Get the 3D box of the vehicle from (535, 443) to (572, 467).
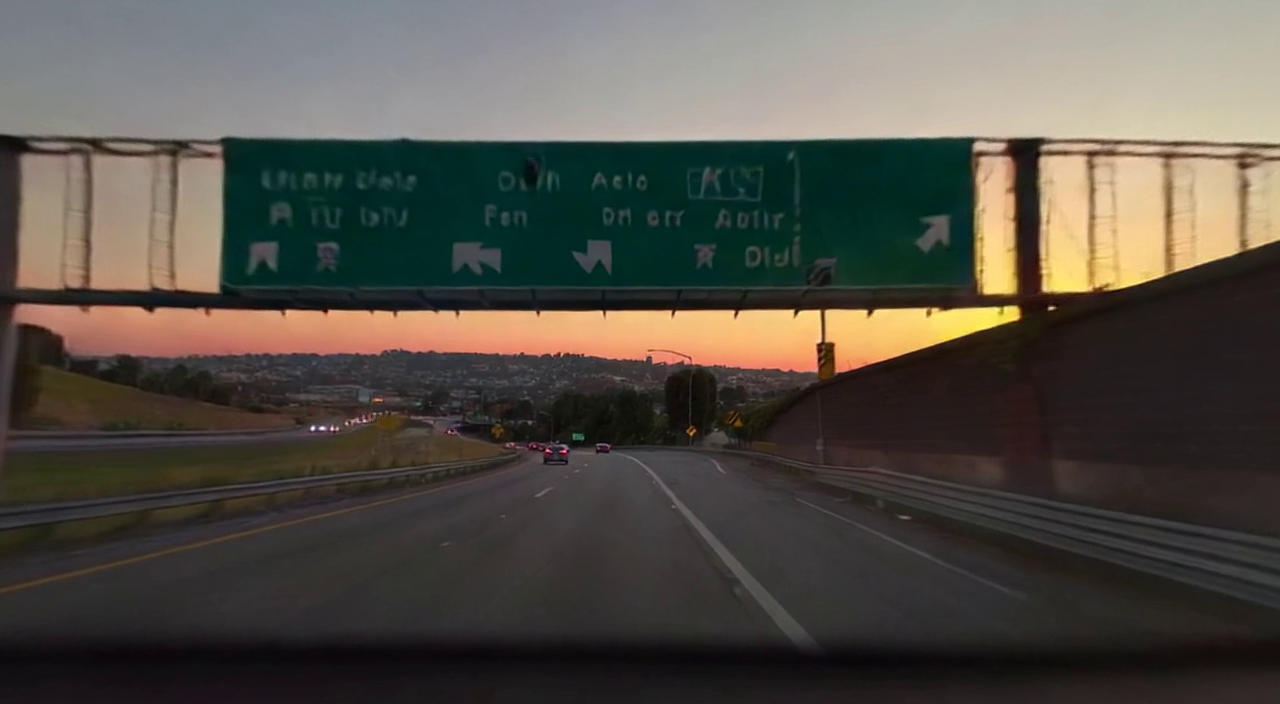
[{"bbox_3d":[-6.003,7.171,44.013,2.234,1.588,4.484,1,-8,-4],"label":"vehicle"}]
